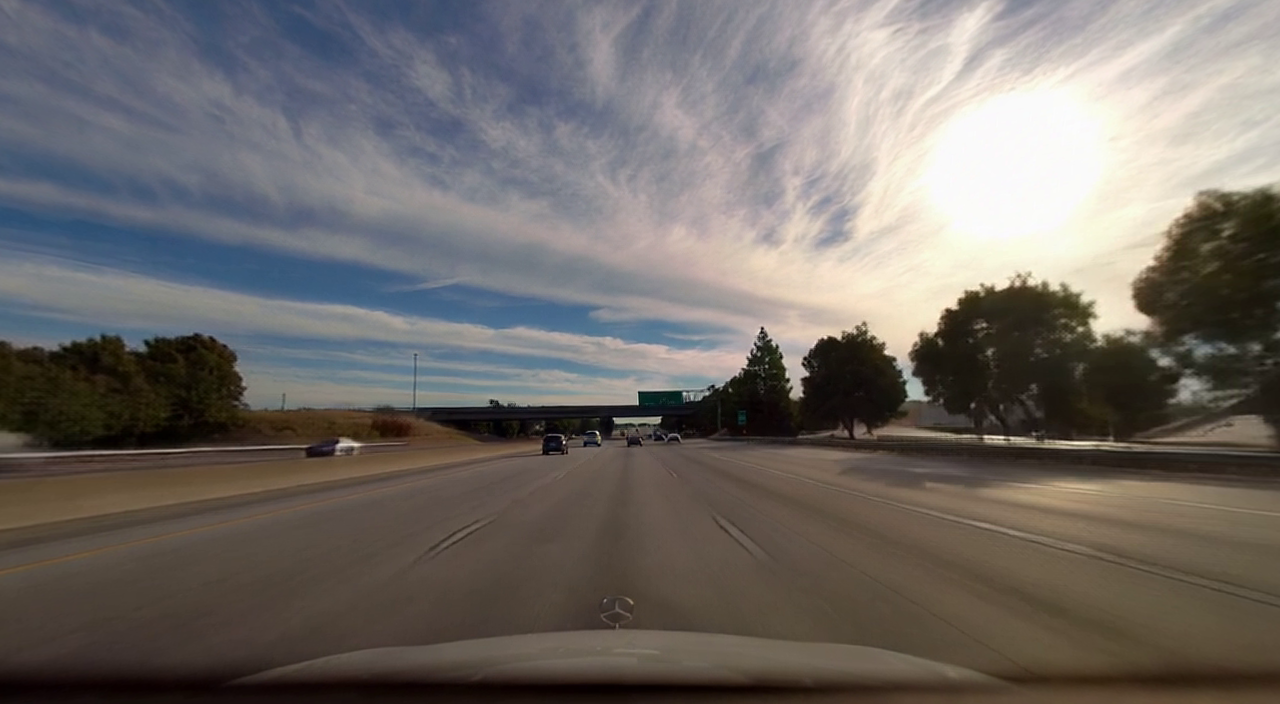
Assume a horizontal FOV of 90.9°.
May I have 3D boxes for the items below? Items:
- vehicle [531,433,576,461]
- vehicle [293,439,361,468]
[{"bbox_3d":[-4.808,5.338,35.485,1.933,1.473,4.023,0,-8,0],"label":"vehicle"},{"bbox_3d":[-17.682,5.727,35.849,1.741,1.522,4.178,0,-8,0],"label":"vehicle"}]
